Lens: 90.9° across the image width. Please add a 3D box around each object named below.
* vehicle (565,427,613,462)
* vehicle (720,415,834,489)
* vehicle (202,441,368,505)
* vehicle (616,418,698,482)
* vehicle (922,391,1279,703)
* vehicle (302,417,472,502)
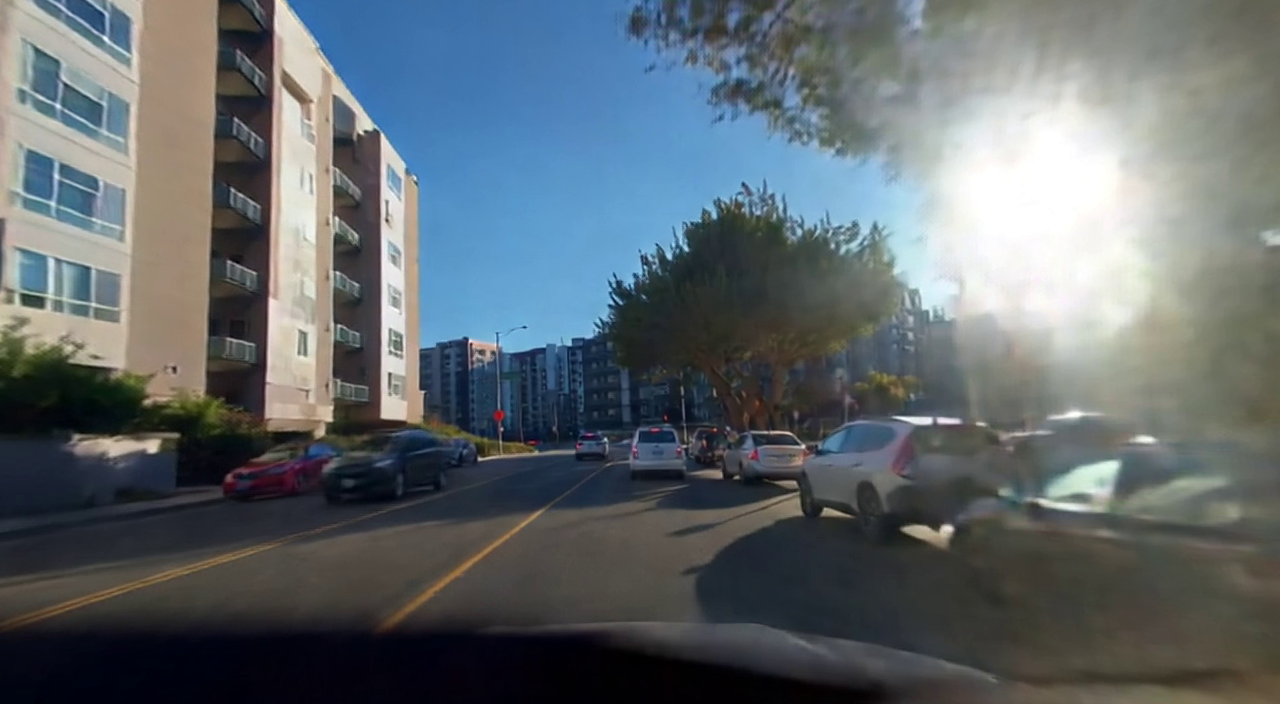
[{"bbox_3d":[-2.681,5.015,34.044,2.219,1.746,4.197,0,-8,0],"label":"vehicle"},{"bbox_3d":[3.674,2.814,17.920,2.158,1.828,4.573,0,-8,-1],"label":"vehicle"},{"bbox_3d":[-9.289,3.158,17.007,2.021,1.474,4.337,0,-8,-1],"label":"vehicle"},{"bbox_3d":[0.486,3.021,19.501,2.261,1.740,4.065,0,-8,1],"label":"vehicle"},{"bbox_3d":[3.562,1.047,3.524,2.033,1.470,4.502,-1,-8,3],"label":"vehicle"},{"bbox_3d":[-6.211,2.725,16.320,2.345,1.831,4.828,0,-8,1],"label":"vehicle"}]
